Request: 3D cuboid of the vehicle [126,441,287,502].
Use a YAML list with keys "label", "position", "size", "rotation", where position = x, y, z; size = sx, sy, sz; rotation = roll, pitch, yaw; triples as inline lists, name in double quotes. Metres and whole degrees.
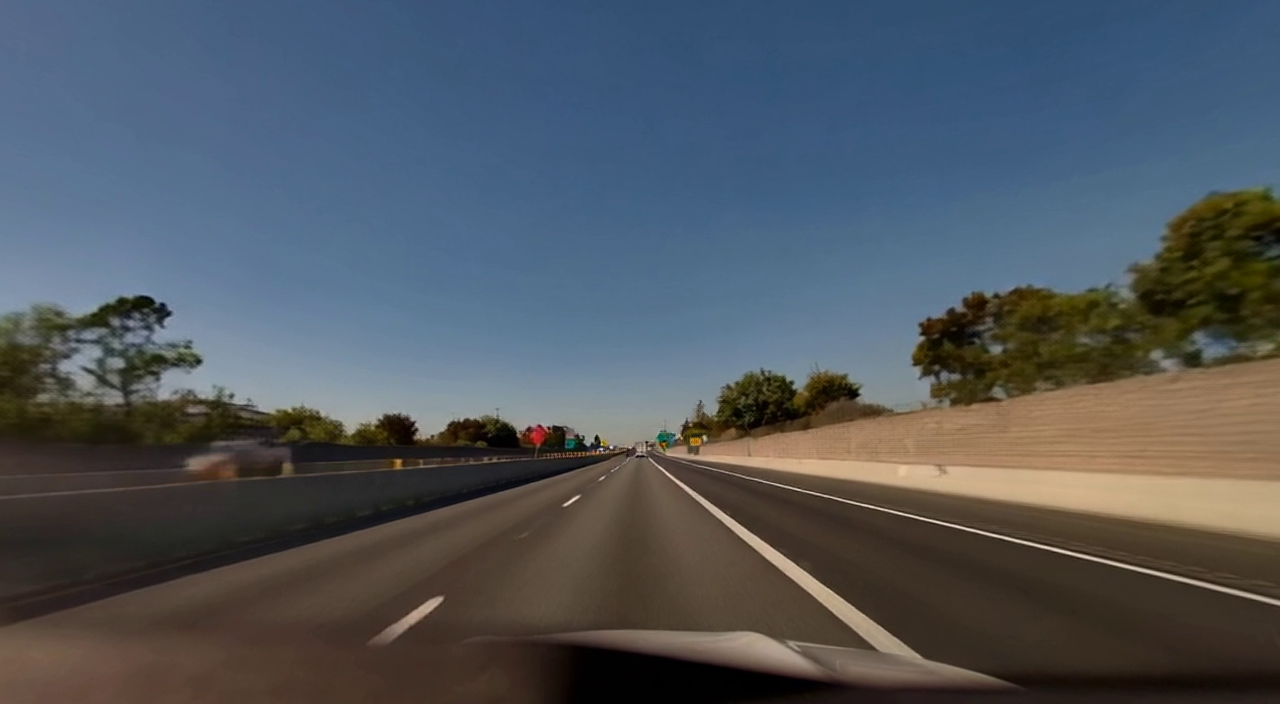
- label: "vehicle"
  position: [-14.470, 3.986, 21.455]
  size: [2.065, 1.832, 4.651]
  rotation: [0, -9, 1]
